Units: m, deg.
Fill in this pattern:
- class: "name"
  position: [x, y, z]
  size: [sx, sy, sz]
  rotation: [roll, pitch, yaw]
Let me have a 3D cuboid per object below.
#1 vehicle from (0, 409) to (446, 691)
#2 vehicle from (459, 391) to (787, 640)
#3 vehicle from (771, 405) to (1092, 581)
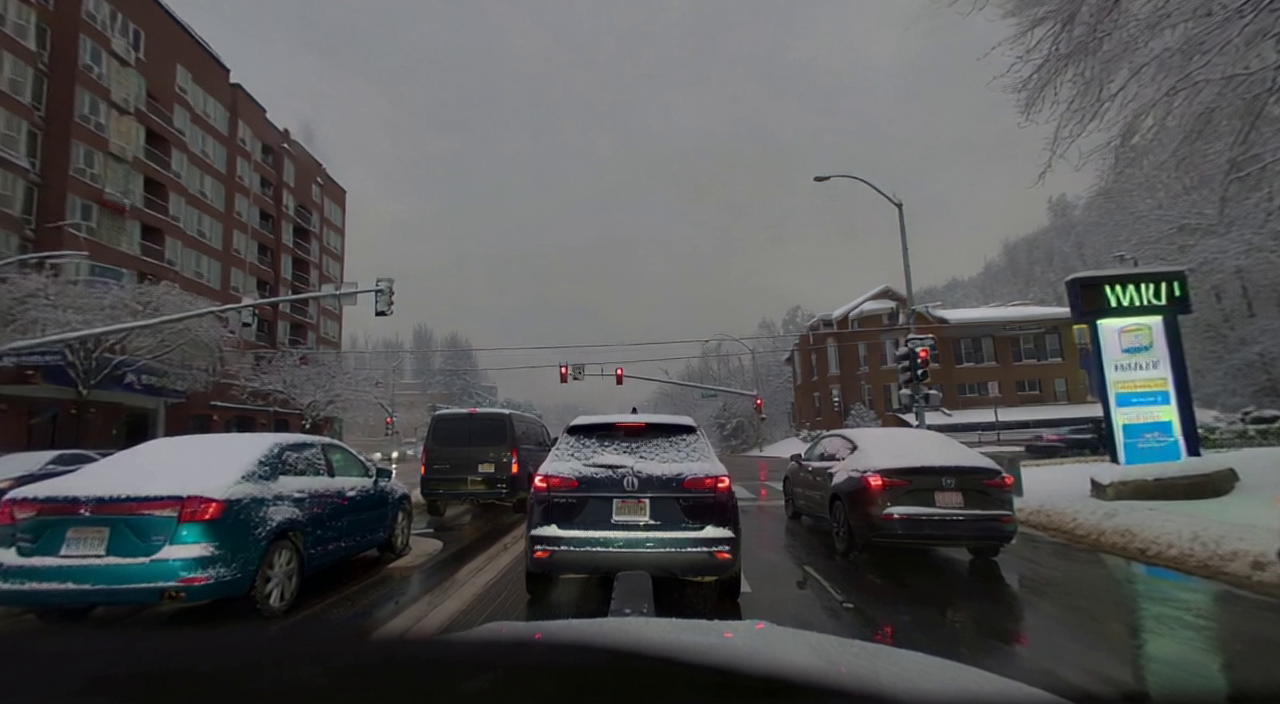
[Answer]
- class: "vehicle"
  position: [-3.546, 1.424, 5.813]
  size: [1.906, 1.524, 4.547]
  rotation: [0, -8, 2]
- class: "vehicle"
  position: [-0.127, 1.412, 6.440]
  size: [2.195, 1.662, 4.262]
  rotation: [0, -8, 0]
- class: "vehicle"
  position: [3.217, 1.661, 8.259]
  size: [2.004, 1.646, 4.554]
  rotation: [0, -8, 0]
